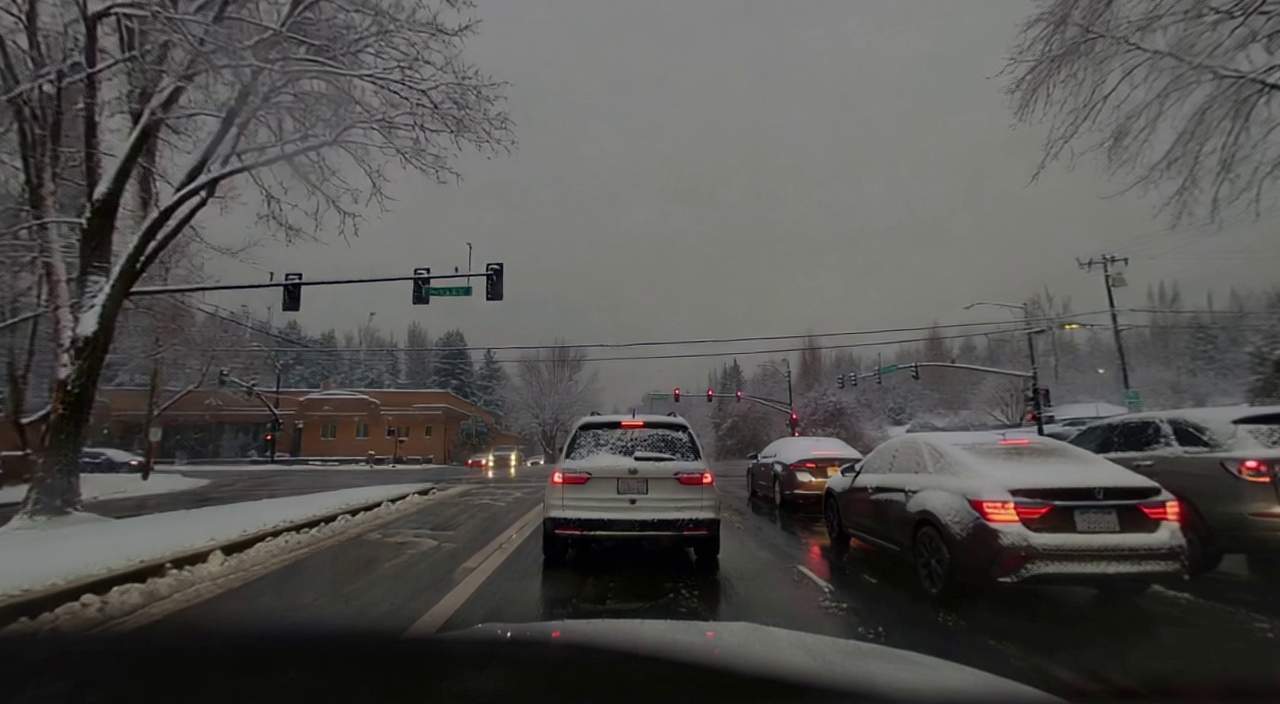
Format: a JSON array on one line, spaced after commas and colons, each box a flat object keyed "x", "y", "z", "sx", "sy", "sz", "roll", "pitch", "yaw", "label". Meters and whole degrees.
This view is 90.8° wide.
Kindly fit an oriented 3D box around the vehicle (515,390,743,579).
[{"x": -0.224, "y": 1.619, "z": 8.443, "sx": 2.236, "sy": 1.827, "sz": 4.316, "roll": 1, "pitch": -9, "yaw": -3, "label": "vehicle"}]

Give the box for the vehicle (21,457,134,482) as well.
[{"x": -35.118, "y": 7.337, "z": 39.581, "sx": 4.845, "sy": 1.442, "sz": 1.880, "roll": 2, "pitch": -9, "yaw": -12, "label": "vehicle"}]

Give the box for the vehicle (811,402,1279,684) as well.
[{"x": 3.362, "y": 1.426, "z": 5.992, "sx": 2.034, "sy": 1.558, "sz": 4.774, "roll": 0, "pitch": -9, "yaw": -1, "label": "vehicle"}]
